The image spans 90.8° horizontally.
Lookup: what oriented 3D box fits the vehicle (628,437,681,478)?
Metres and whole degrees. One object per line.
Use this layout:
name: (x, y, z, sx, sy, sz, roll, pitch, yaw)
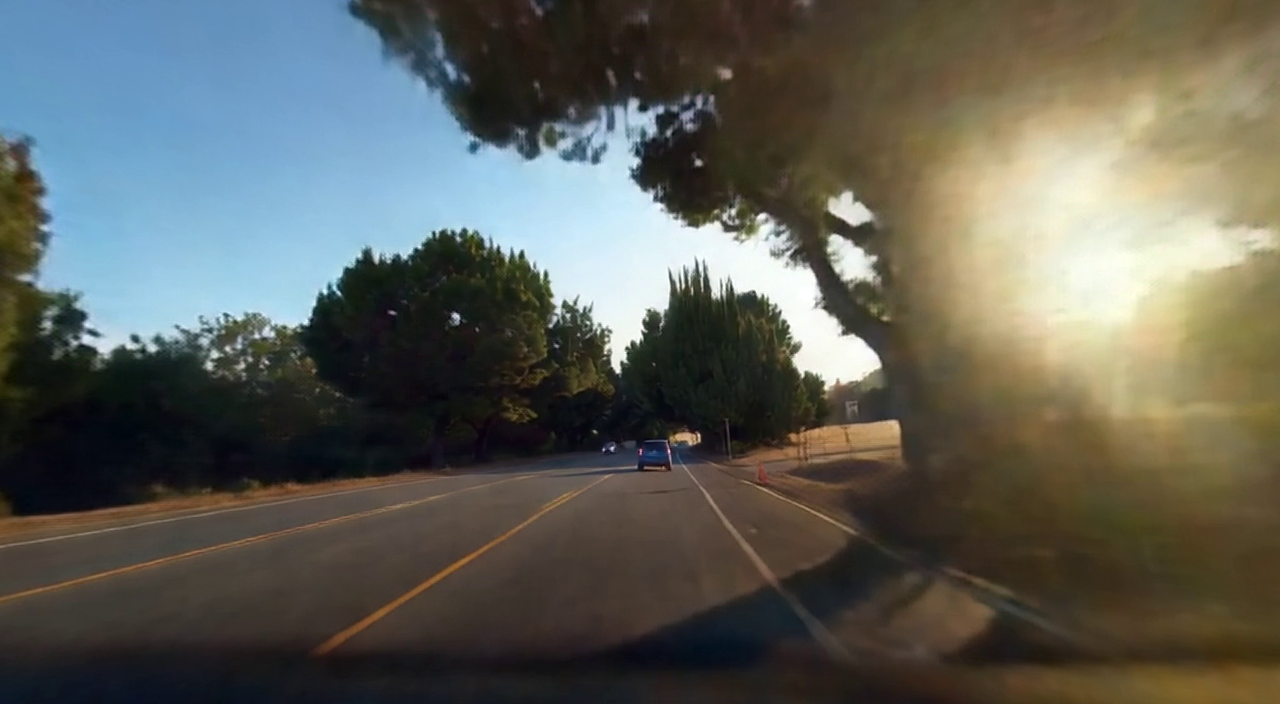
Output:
vehicle: (0.716, 4.873, 29.382, 2.294, 1.708, 4.110, 0, -9, 2)
